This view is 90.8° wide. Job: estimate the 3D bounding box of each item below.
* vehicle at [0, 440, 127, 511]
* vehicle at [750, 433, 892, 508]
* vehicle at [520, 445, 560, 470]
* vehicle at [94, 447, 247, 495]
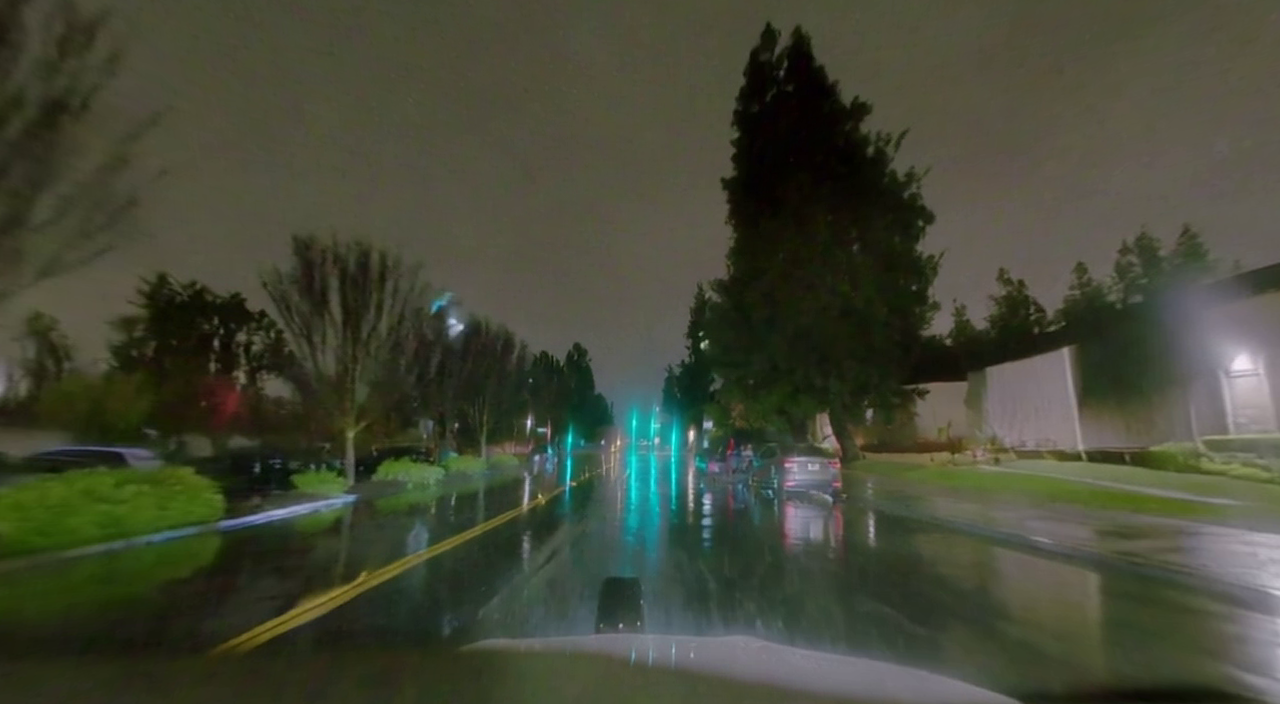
[{"bbox_3d":[-15.643,3.042,15.984,4.579,1.573,2.001,-4,-9,21],"label":"vehicle"},{"bbox_3d":[4.237,2.857,15.823,1.952,1.538,5.215,0,-8,-1],"label":"vehicle"},{"bbox_3d":[-6.557,6.924,41.859,1.928,1.537,4.439,0,-8,0],"label":"vehicle"},{"bbox_3d":[-15.713,3.936,21.200,4.181,1.467,1.851,-3,-9,16],"label":"vehicle"}]
